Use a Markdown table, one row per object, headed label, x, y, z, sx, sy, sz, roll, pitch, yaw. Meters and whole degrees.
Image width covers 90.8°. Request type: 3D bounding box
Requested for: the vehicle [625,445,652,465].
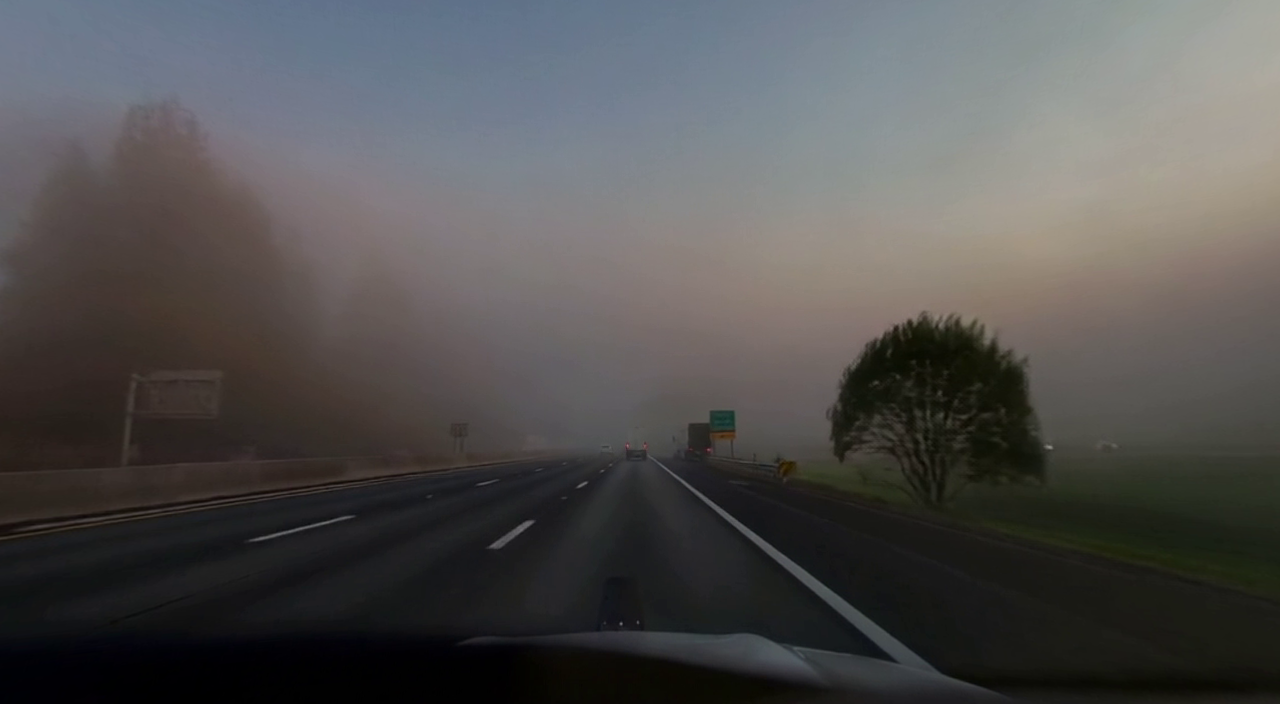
| label | x | y | z | sx | sy | sz | roll | pitch | yaw |
| --- | --- | --- | --- | --- | --- | --- | --- | --- | --- |
| vehicle | -0.130 | 7.975 | 48.928 | 1.972 | 1.492 | 3.697 | 0 | -9 | 0 |
